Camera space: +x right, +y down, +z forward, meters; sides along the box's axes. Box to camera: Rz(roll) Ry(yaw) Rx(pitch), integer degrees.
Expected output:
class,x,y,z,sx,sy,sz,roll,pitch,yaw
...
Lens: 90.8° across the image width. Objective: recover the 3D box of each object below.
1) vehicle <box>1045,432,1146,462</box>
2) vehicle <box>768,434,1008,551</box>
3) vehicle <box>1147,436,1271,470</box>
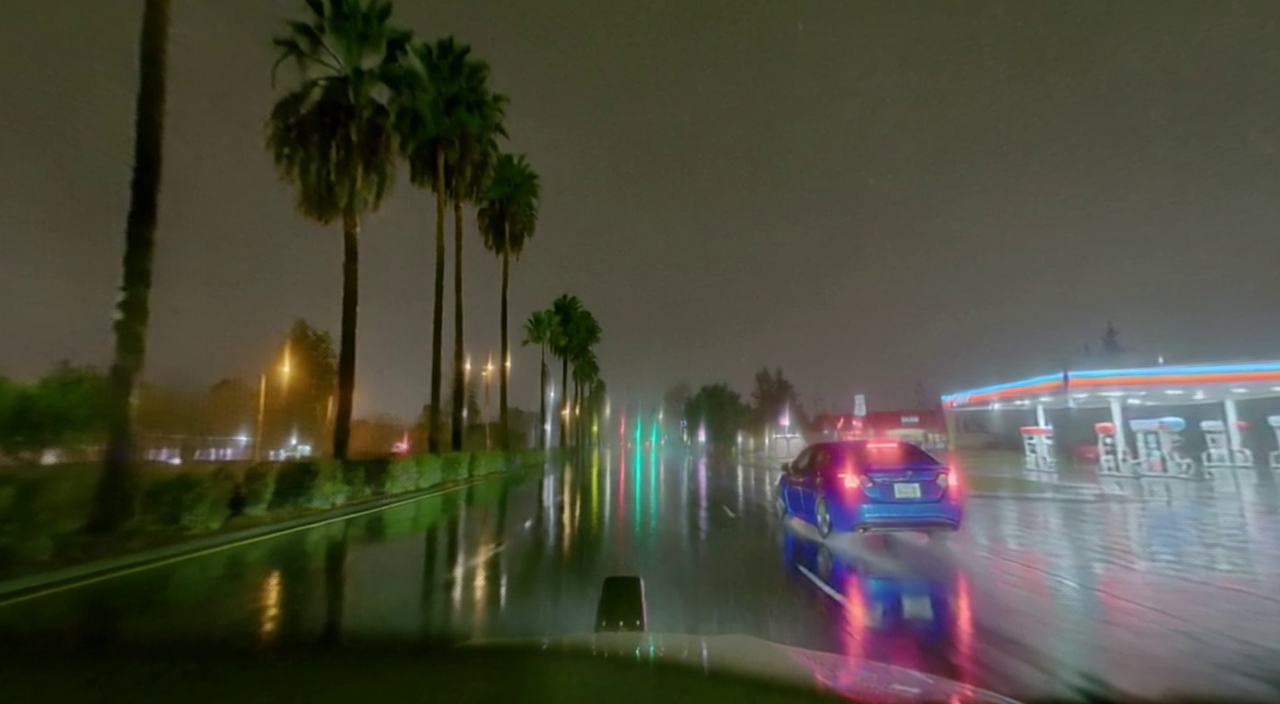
class,x,y,z,sx,sy,sz,roll,pitch,yaw
vehicle,32.454,6.799,45.161,5.339,1.812,2.175,-3,-9,3
vehicle,3.547,2.069,10.081,1.978,1.442,4.262,0,-8,-2
vehicle,28.501,5.073,31.761,4.280,1.637,2.009,0,-9,-2
